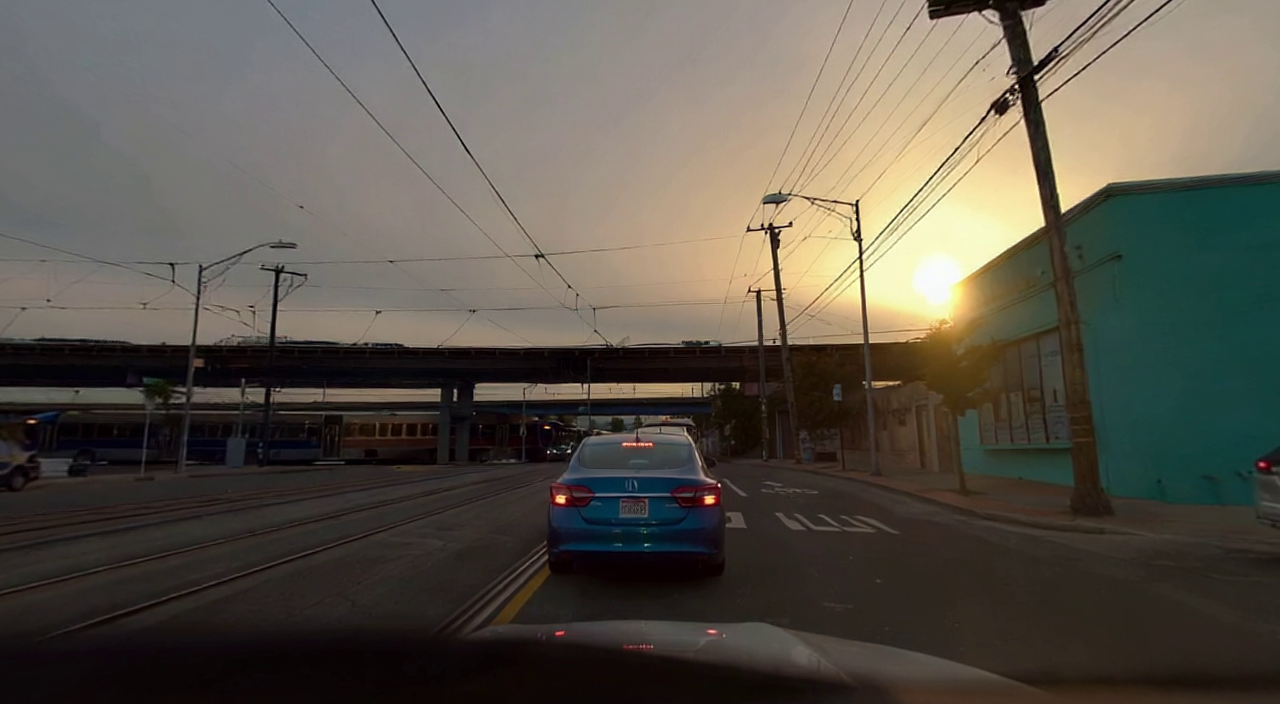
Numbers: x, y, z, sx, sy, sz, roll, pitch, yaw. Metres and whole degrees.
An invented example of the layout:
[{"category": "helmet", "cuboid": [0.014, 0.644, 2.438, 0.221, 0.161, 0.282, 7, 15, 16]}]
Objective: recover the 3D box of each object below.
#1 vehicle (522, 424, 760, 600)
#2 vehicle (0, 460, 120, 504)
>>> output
[{"category": "vehicle", "cuboid": [0.094, 1.712, 7.622, 2.090, 1.518, 4.033, -1, -9, 3]}, {"category": "vehicle", "cuboid": [-21.928, 4.686, 22.845, 4.566, 1.453, 1.935, -1, -9, 5]}]
